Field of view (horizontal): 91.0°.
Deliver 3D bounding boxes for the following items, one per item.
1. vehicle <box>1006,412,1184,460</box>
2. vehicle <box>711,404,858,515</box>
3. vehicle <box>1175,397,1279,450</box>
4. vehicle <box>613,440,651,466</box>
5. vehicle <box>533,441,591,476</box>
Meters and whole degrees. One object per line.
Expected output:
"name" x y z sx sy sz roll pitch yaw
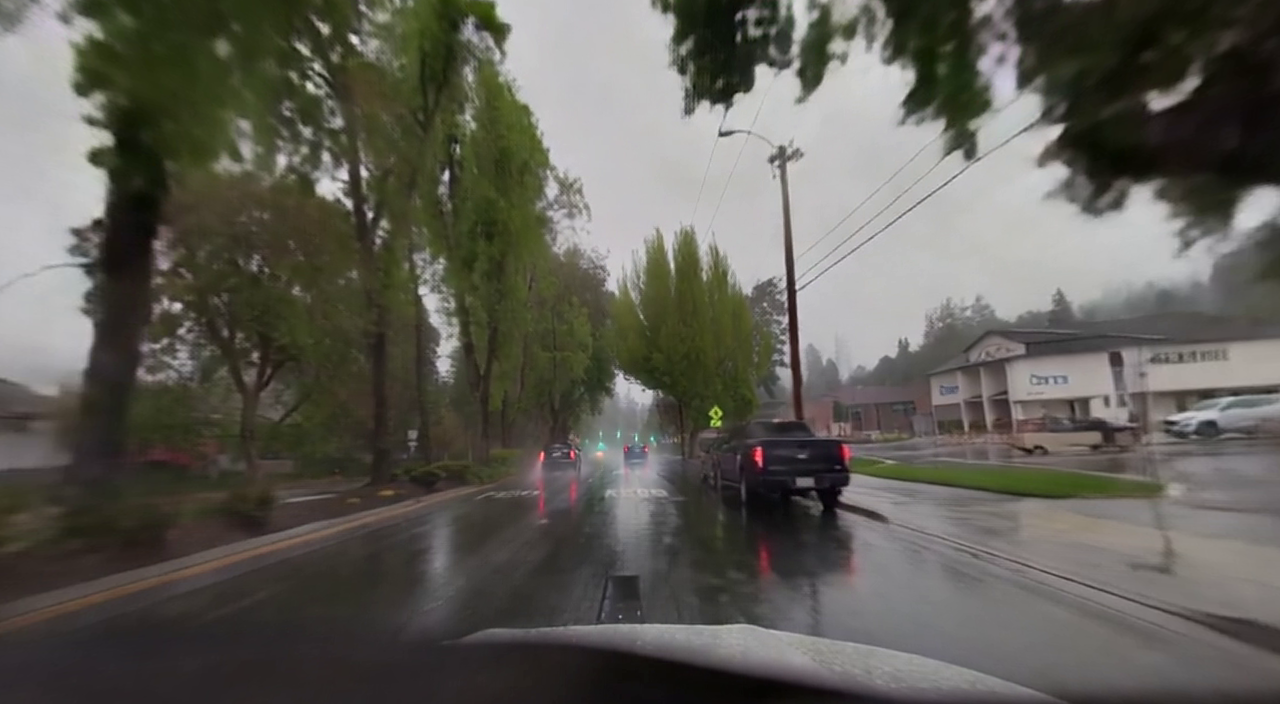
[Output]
"vehicle" 15.766 2.985 22.135 1.881 1.477 4.617 4 -9 -27
"vehicle" 2.986 2.389 14.465 2.072 2.017 5.590 0 -8 0
"vehicle" 21.988 2.505 21.837 2.031 1.732 4.653 4 -9 -24
"vehicle" -0.482 6.192 38.825 2.187 1.478 4.138 0 -8 -1
"vehicle" -3.493 4.848 28.986 2.083 1.460 4.527 0 -8 0
